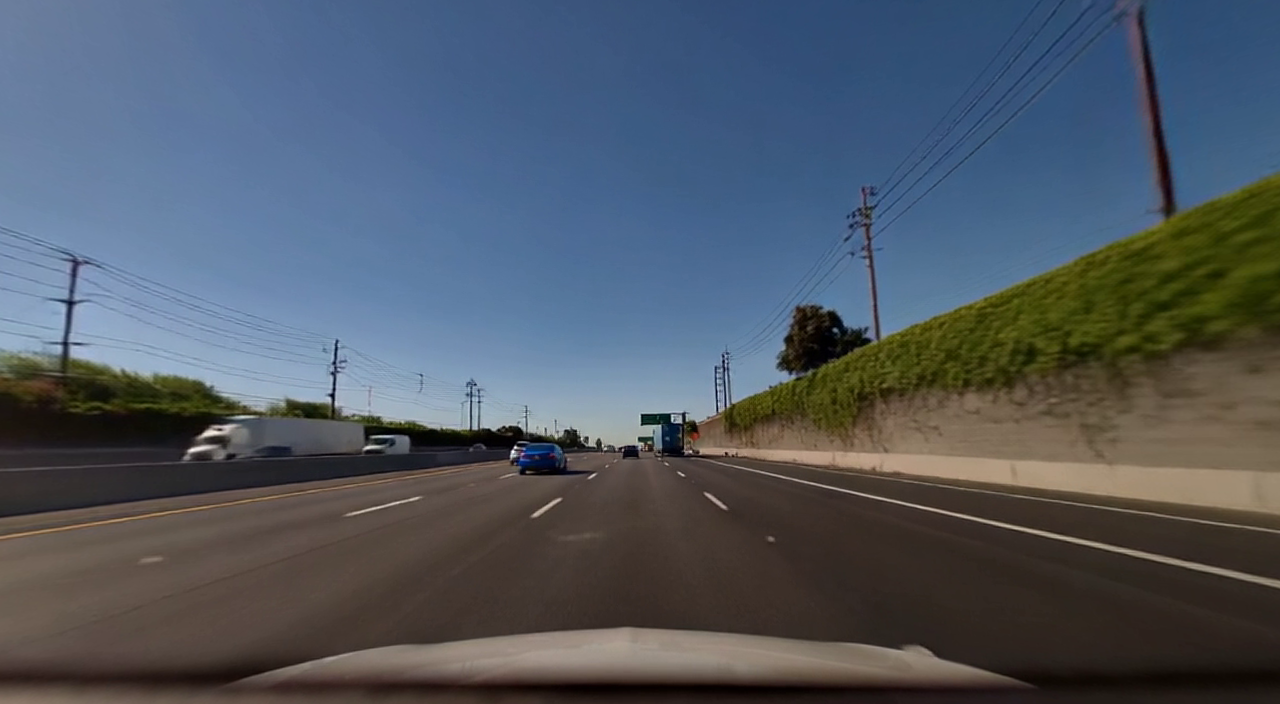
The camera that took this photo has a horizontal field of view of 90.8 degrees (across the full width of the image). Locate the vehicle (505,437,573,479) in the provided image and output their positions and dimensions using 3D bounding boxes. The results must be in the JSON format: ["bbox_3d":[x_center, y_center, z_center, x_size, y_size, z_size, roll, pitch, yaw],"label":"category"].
[{"bbox_3d":[-3.941,4.232,25.442,2.009,1.533,4.175,0,-9,1],"label":"vehicle"}]

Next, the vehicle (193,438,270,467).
[{"bbox_3d":[-21.172,5.236,32.901,1.567,1.418,3.532,0,-9,1],"label":"vehicle"}]

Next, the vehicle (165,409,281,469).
[{"bbox_3d":[-28.772,6.097,44.092,3.100,3.824,7.025,0,-9,0],"label":"vehicle"}]
